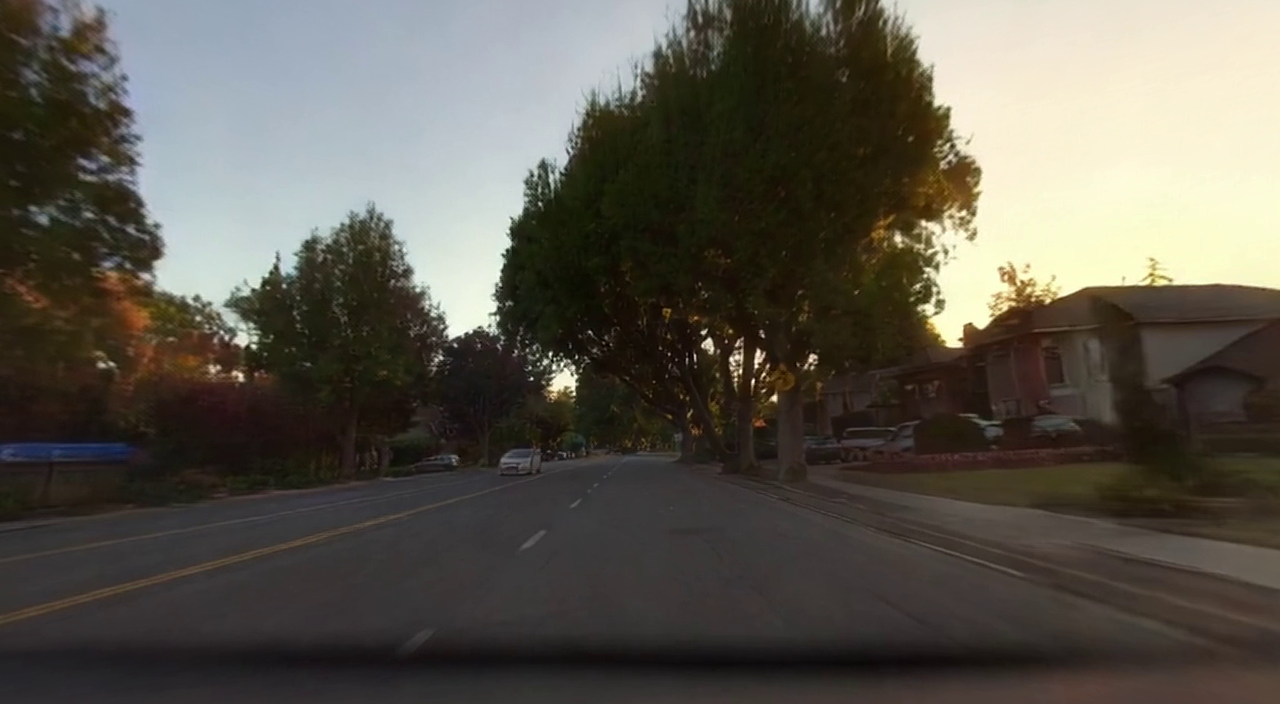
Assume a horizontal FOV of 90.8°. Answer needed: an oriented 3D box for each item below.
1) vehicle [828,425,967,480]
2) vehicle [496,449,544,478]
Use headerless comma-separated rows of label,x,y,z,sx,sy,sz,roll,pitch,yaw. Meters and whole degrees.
vehicle,10.519,4.175,26.138,4.583,1.853,2.260,-2,-14,-3
vehicle,-7.220,6.726,38.495,1.951,1.613,4.654,0,-8,1
